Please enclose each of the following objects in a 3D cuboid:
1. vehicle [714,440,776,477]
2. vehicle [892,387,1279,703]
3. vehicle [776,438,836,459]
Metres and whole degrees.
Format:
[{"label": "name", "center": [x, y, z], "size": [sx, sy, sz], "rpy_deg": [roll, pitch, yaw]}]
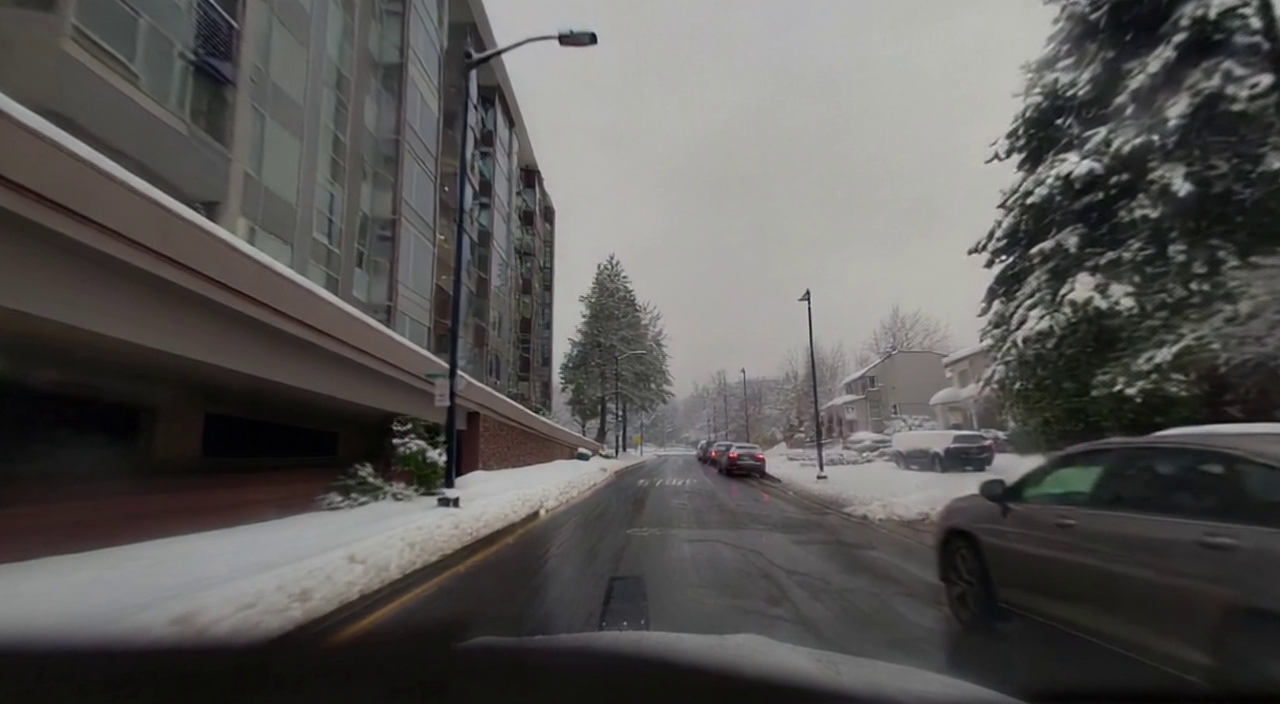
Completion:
[{"label": "vehicle", "center": [4.434, 4.582, 27.307], "size": [2.024, 1.475, 4.565], "rpy_deg": [0, -9, 1]}, {"label": "vehicle", "center": [3.232, 1.050, 3.318], "size": [2.026, 1.483, 4.654], "rpy_deg": [0, -9, 2]}, {"label": "vehicle", "center": [13.029, 7.615, 49.724], "size": [4.163, 1.471, 1.914], "rpy_deg": [-1, -9, -1]}]
